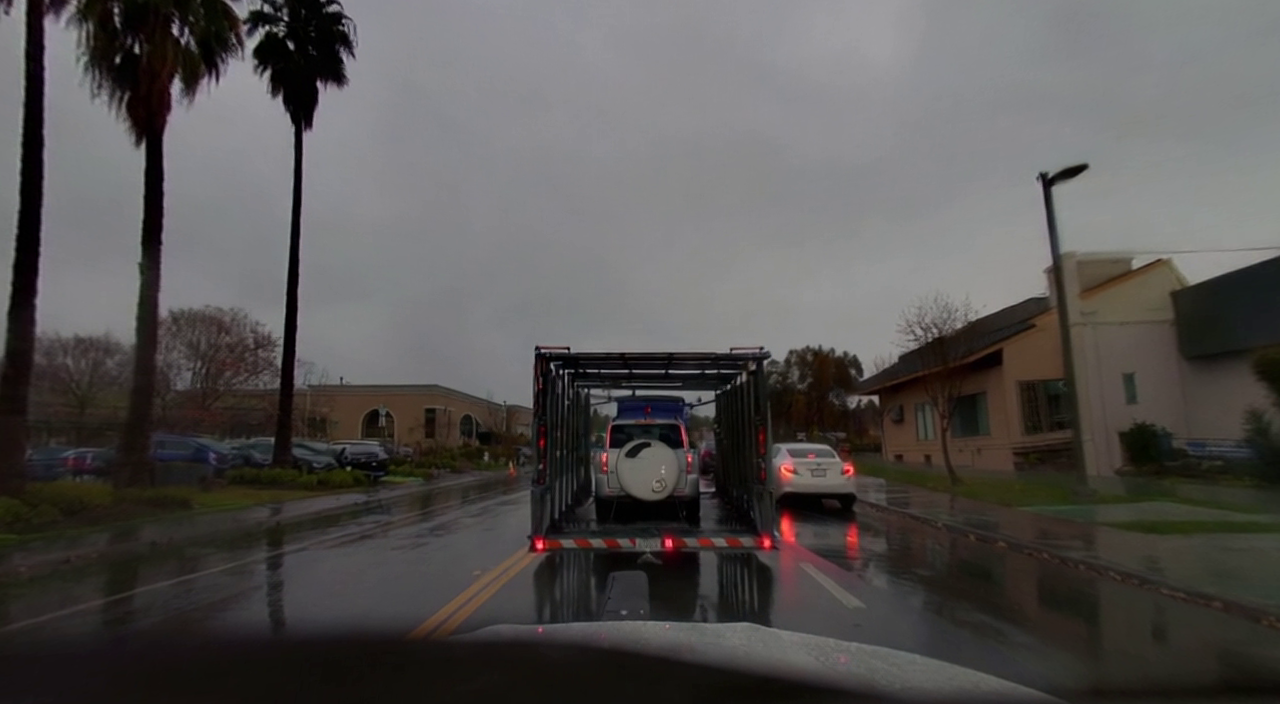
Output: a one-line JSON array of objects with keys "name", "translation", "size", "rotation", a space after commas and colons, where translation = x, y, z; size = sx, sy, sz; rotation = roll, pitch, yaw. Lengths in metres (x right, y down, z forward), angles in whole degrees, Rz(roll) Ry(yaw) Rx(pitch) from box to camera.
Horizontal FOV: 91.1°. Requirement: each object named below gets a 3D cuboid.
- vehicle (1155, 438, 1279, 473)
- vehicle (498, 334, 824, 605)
[{"name": "vehicle", "translation": [28.574, 5.094, 31.129], "size": [4.193, 1.633, 1.928], "rotation": [-4, -9, 26]}, {"name": "vehicle", "translation": [0.177, 1.466, 8.654], "size": [2.728, 2.305, 6.506], "rotation": [0, -9, 0]}]
